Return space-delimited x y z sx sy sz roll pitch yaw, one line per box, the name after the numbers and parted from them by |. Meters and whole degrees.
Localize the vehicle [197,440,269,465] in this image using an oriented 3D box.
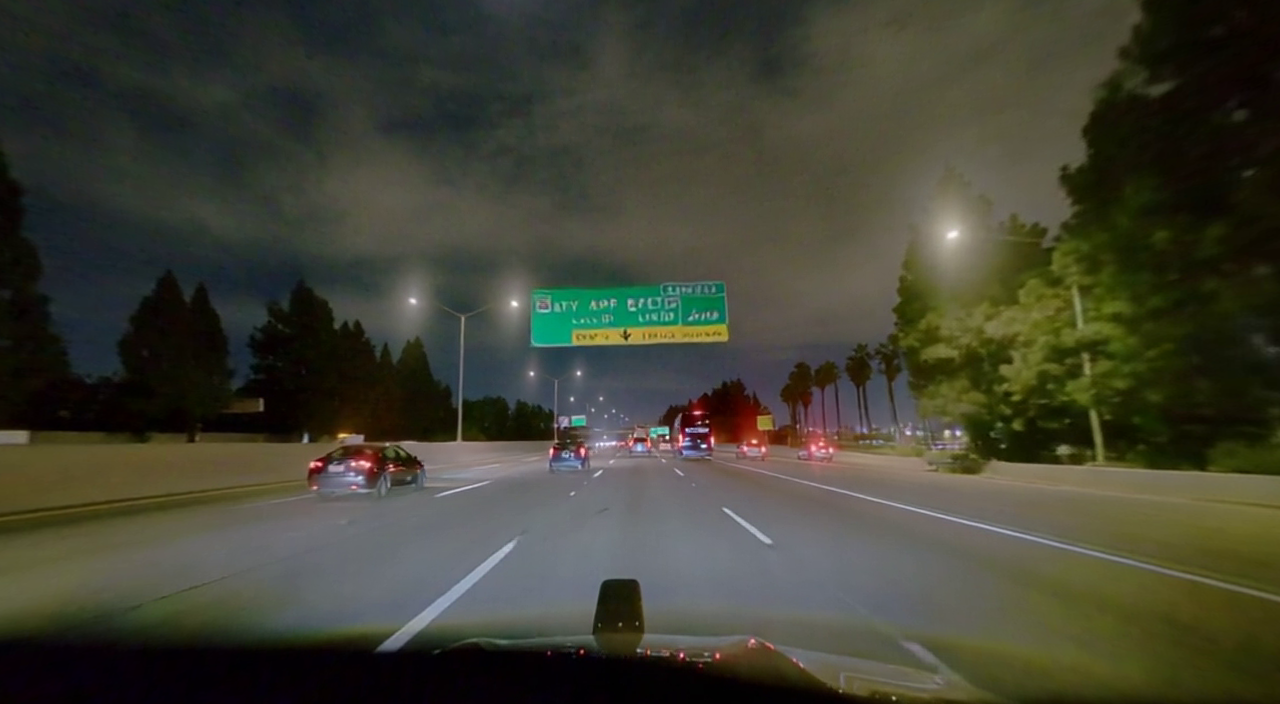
-31.346 7.727 48.709 2.342 1.798 4.902 0 -9 -1 | vehicle

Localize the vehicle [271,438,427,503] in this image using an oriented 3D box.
-7.498 3.087 16.823 2.050 1.487 4.372 0 -9 0 | vehicle

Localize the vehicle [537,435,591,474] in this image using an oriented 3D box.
-3.506 4.832 29.879 2.017 1.683 4.094 0 -9 0 | vehicle

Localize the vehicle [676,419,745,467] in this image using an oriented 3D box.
4.256 6.098 41.898 2.891 2.596 15.534 0 -9 0 | vehicle
